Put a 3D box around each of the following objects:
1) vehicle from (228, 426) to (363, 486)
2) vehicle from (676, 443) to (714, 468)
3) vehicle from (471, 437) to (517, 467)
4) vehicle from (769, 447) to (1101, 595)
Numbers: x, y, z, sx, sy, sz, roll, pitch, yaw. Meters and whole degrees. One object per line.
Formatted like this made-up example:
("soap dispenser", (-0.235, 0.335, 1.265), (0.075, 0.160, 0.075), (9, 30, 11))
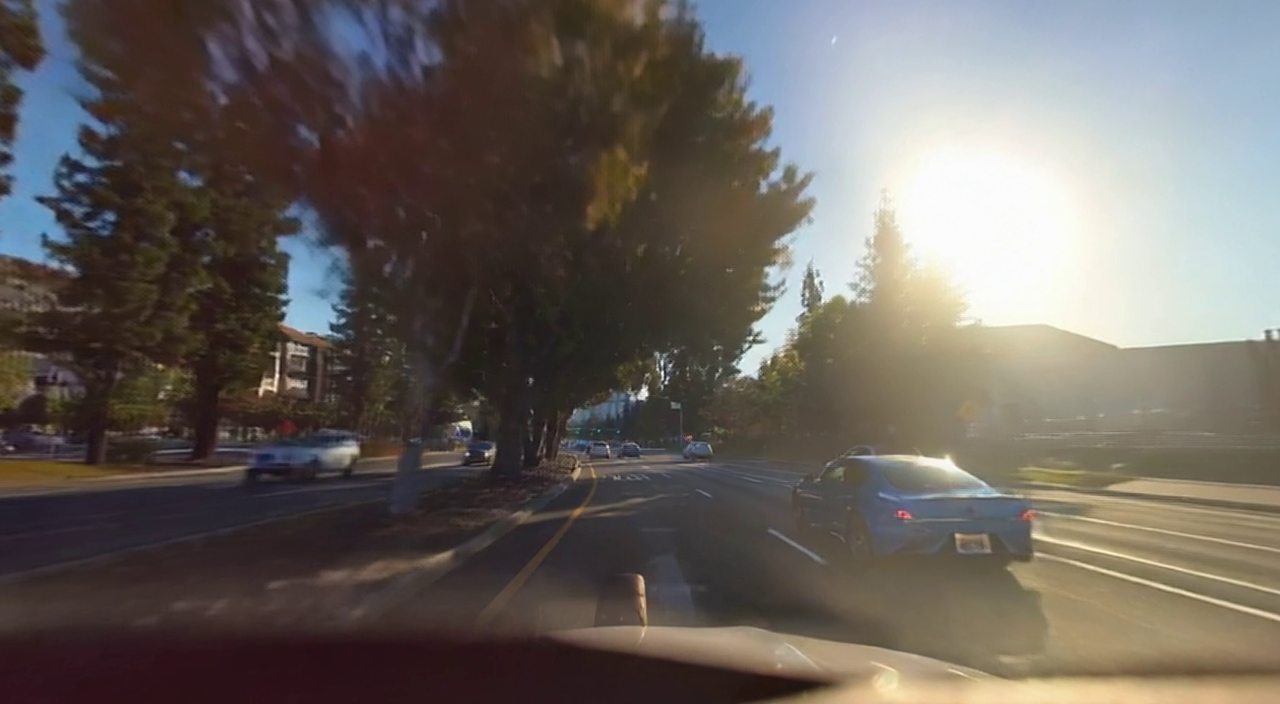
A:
("vehicle", (-11.035, 3.378, 20.715), (2.048, 1.738, 4.520), (1, -9, -3))
("vehicle", (3.903, 7.367, 45.265), (1.931, 1.685, 4.054), (1, -9, -7))
("vehicle", (-8.845, 6.100, 38.642), (2.065, 1.712, 4.349), (1, -9, -5))
("vehicle", (3.207, 1.917, 8.115), (1.990, 1.347, 4.388), (1, -9, -2))
